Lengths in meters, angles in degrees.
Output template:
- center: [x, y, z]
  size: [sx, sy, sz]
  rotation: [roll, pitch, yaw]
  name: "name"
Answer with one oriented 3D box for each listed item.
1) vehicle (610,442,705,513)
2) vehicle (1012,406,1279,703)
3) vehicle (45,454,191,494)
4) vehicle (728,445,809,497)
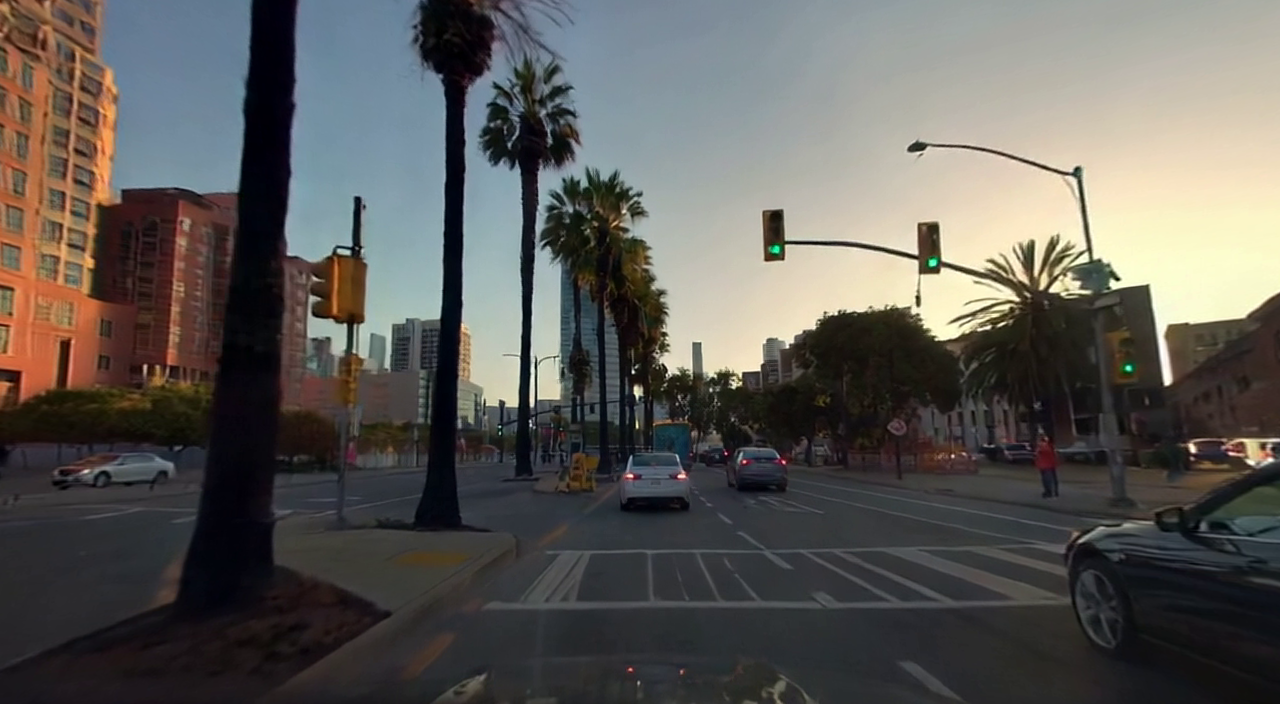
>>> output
- center: [0.428, 2.997, 15.541]
  size: [2.048, 1.503, 3.681]
  rotation: [0, -9, 2]
  name: "vehicle"
- center: [3.585, 0.916, 2.218]
  size: [1.920, 1.490, 4.417]
  rotation: [0, -9, 1]
  name: "vehicle"
- center: [-22.210, 5.177, 27.172]
  size: [1.809, 1.472, 4.601]
  rotation: [-2, -9, 13]
  name: "vehicle"
- center: [3.975, 3.723, 20.108]
  size: [1.909, 1.500, 3.524]
  rotation: [0, -9, 1]
  name: "vehicle"
